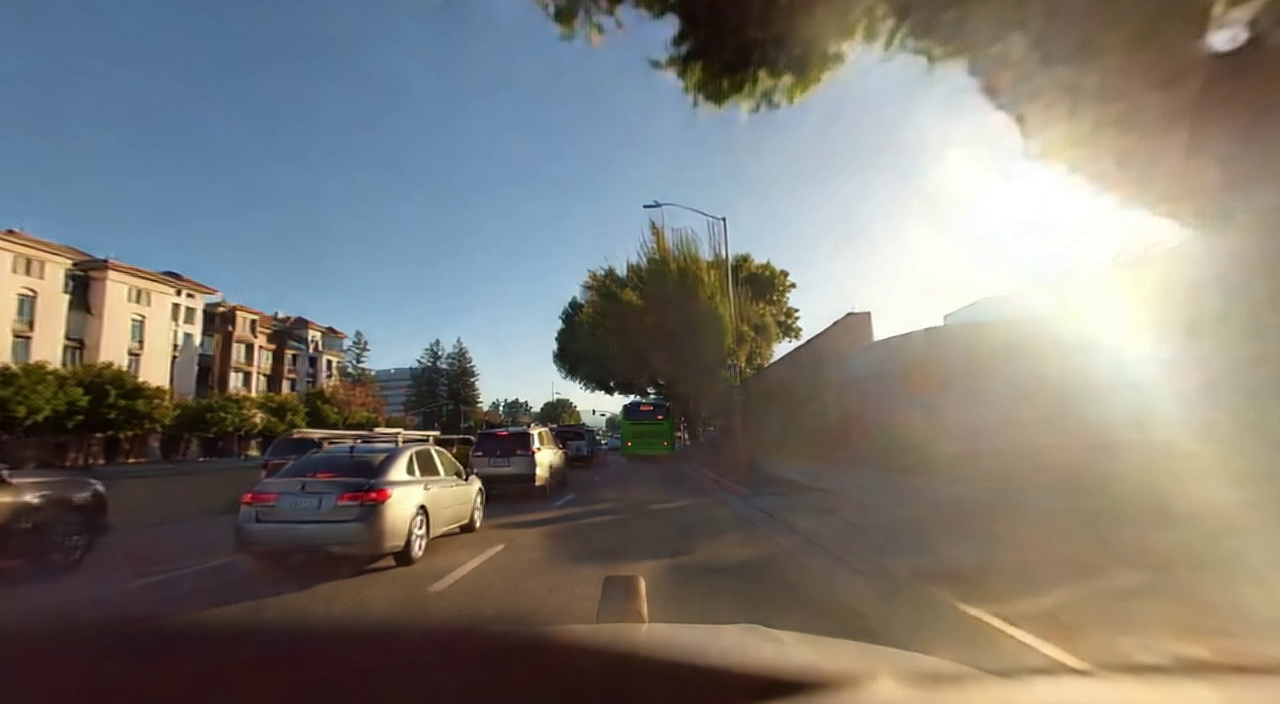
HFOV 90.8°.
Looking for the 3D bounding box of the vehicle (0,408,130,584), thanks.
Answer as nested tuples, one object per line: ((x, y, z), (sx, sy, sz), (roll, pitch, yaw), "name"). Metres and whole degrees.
((-7.332, 1.284, 5.341), (2.252, 1.686, 4.447), (0, -9, 1), "vehicle")

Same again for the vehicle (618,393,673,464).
((0.391, 5.064, 40.600), (2.970, 3.857, 12.200), (0, -9, 1), "vehicle")

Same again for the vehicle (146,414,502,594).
((-3.297, 1.682, 7.892), (2.042, 1.571, 4.475), (0, -9, 1), "vehicle")

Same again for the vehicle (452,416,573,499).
((-3.195, 2.798, 17.089), (2.095, 1.892, 5.043), (0, -8, 1), "vehicle")
